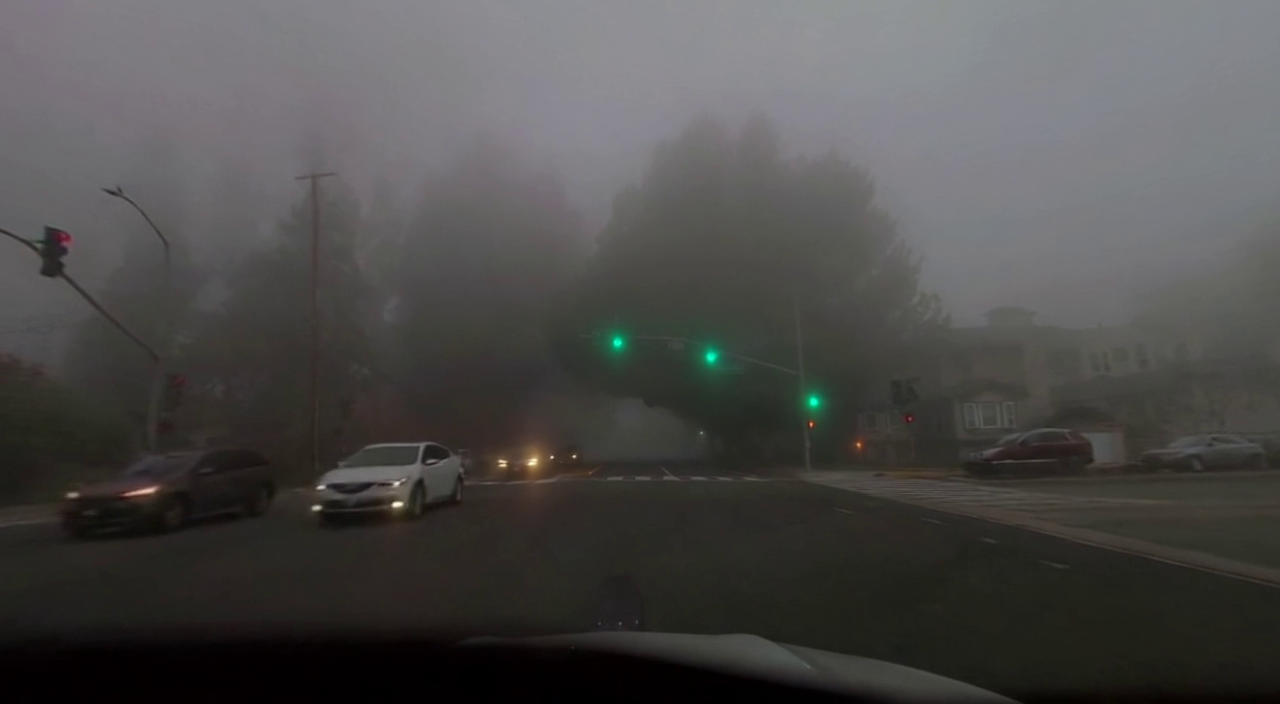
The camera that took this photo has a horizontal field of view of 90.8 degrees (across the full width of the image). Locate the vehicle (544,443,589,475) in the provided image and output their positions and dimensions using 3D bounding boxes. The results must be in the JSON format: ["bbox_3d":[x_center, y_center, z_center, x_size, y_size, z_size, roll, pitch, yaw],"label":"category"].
[{"bbox_3d":[-4.450,6.521,38.811,2.095,1.731,4.462,-1,-8,1],"label":"vehicle"}]

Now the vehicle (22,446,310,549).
[{"bbox_3d":[-8.415,2.555,11.888,1.985,1.475,4.383,-1,-8,1],"label":"vehicle"}]

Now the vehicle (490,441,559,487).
[{"bbox_3d":[-4.579,4.480,25.627,1.999,1.652,3.962,-1,-8,1],"label":"vehicle"}]

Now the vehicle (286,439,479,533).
[{"bbox_3d":[-4.684,2.453,12.322,2.003,1.462,4.220,-1,-8,0],"label":"vehicle"}]
